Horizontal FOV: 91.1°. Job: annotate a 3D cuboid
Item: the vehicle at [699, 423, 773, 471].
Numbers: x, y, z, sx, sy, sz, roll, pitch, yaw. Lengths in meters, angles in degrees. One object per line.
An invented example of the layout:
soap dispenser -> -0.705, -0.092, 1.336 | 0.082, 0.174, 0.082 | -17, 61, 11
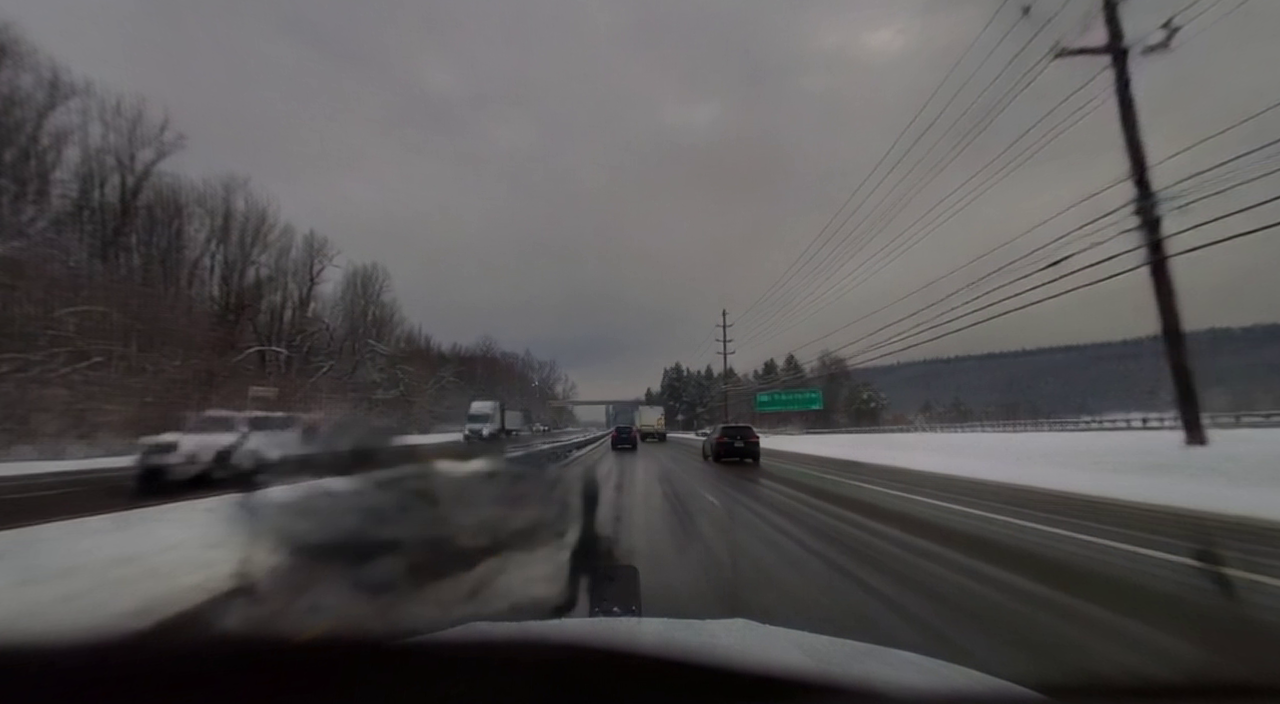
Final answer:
vehicle -> 3.421, 3.470, 23.148 | 2.062, 1.581, 3.914 | 0, -8, -1

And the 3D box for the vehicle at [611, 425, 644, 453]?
vehicle -> -0.794, 5.546, 40.109 | 2.019, 1.642, 3.790 | 0, -8, -1

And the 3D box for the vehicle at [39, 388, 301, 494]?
vehicle -> -9.059, 1.779, 12.734 | 1.996, 1.760, 4.273 | 0, -8, -1

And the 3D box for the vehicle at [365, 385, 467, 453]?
vehicle -> -13.524, 4.284, 39.127 | 3.066, 3.694, 9.874 | 0, -8, -2
